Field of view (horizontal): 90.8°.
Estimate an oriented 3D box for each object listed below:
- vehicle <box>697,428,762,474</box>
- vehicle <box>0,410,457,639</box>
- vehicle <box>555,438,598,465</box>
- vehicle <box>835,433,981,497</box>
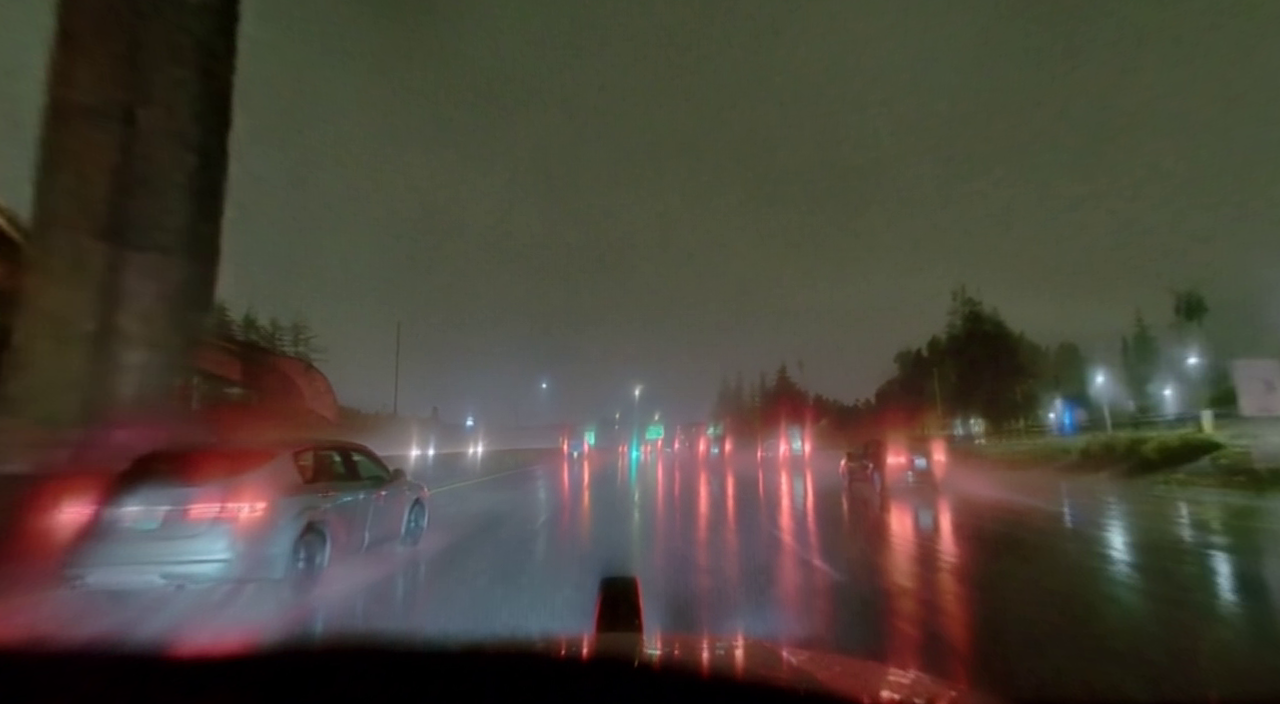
[{"bbox_3d":[3.623,4.114,26.383,2.072,1.761,4.242,0,-8,0],"label":"vehicle"},{"bbox_3d":[-3.611,1.463,6.508,1.997,1.476,4.703,0,-8,1],"label":"vehicle"},{"bbox_3d":[-3.674,5.877,37.358,2.047,1.464,4.387,0,-8,1],"label":"vehicle"},{"bbox_3d":[6.932,2.952,16.938,1.989,1.472,4.322,0,-8,-1],"label":"vehicle"}]
